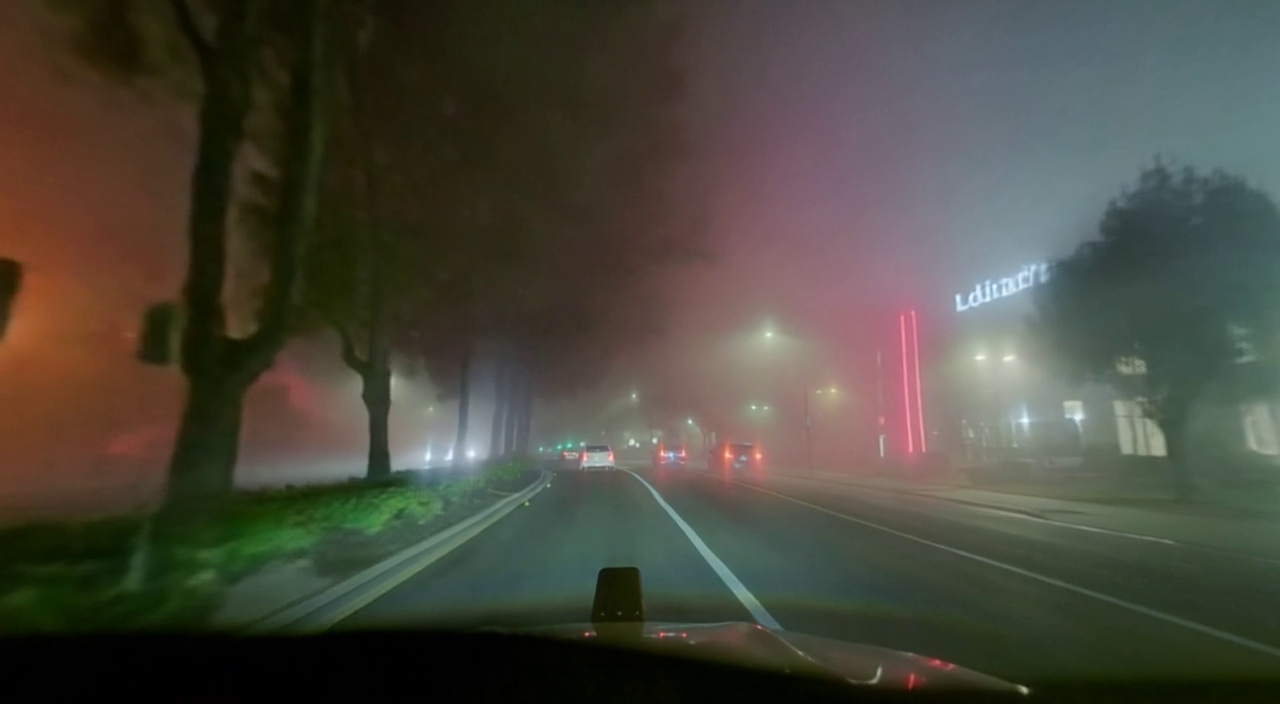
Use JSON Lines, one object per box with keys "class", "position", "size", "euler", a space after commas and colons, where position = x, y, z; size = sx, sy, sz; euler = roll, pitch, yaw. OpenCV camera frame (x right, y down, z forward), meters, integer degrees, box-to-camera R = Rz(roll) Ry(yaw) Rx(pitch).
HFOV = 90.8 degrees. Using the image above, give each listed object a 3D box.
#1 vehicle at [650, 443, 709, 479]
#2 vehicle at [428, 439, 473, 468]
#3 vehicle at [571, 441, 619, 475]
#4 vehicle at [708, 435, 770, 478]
{"class": "vehicle", "position": [1.662, 4.809, 28.168], "size": [1.993, 1.477, 4.240], "euler": [1, -9, -5]}
{"class": "vehicle", "position": [-13.034, 7.024, 43.734], "size": [2.166, 1.867, 4.459], "euler": [1, -9, -6]}
{"class": "vehicle", "position": [-2.139, 4.977, 29.831], "size": [2.101, 1.444, 4.248], "euler": [1, -9, -4]}
{"class": "vehicle", "position": [5.027, 5.373, 32.711], "size": [2.052, 1.990, 4.736], "euler": [1, -9, -5]}
